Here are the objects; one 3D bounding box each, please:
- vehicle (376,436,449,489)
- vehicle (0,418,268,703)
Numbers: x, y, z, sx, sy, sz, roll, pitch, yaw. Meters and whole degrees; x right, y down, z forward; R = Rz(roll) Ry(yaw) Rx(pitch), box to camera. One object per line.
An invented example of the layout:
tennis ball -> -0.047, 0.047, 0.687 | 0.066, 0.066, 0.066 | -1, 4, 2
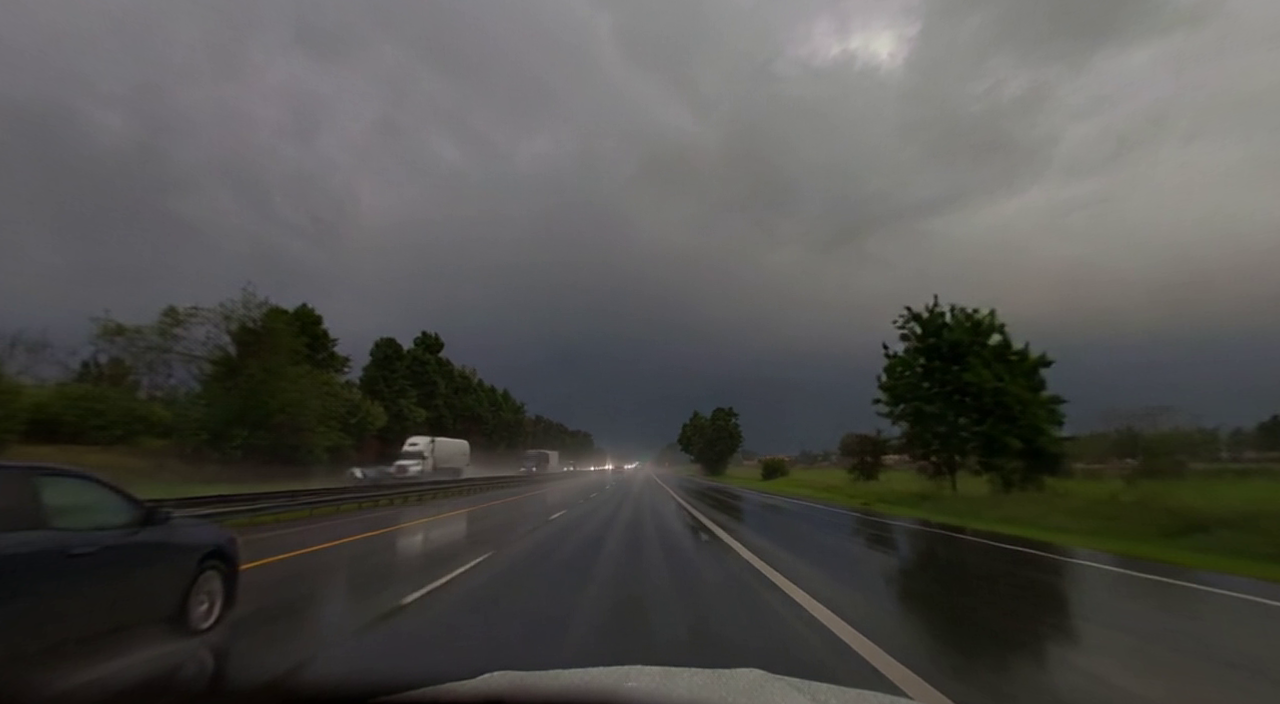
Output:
vehicle -> -17.291, 8.485, 48.379 | 3.012, 3.730, 6.328 | 0, -10, 0
vehicle -> -3.942, 0.994, 2.598 | 2.043, 1.486, 4.442 | 1, -10, 0
